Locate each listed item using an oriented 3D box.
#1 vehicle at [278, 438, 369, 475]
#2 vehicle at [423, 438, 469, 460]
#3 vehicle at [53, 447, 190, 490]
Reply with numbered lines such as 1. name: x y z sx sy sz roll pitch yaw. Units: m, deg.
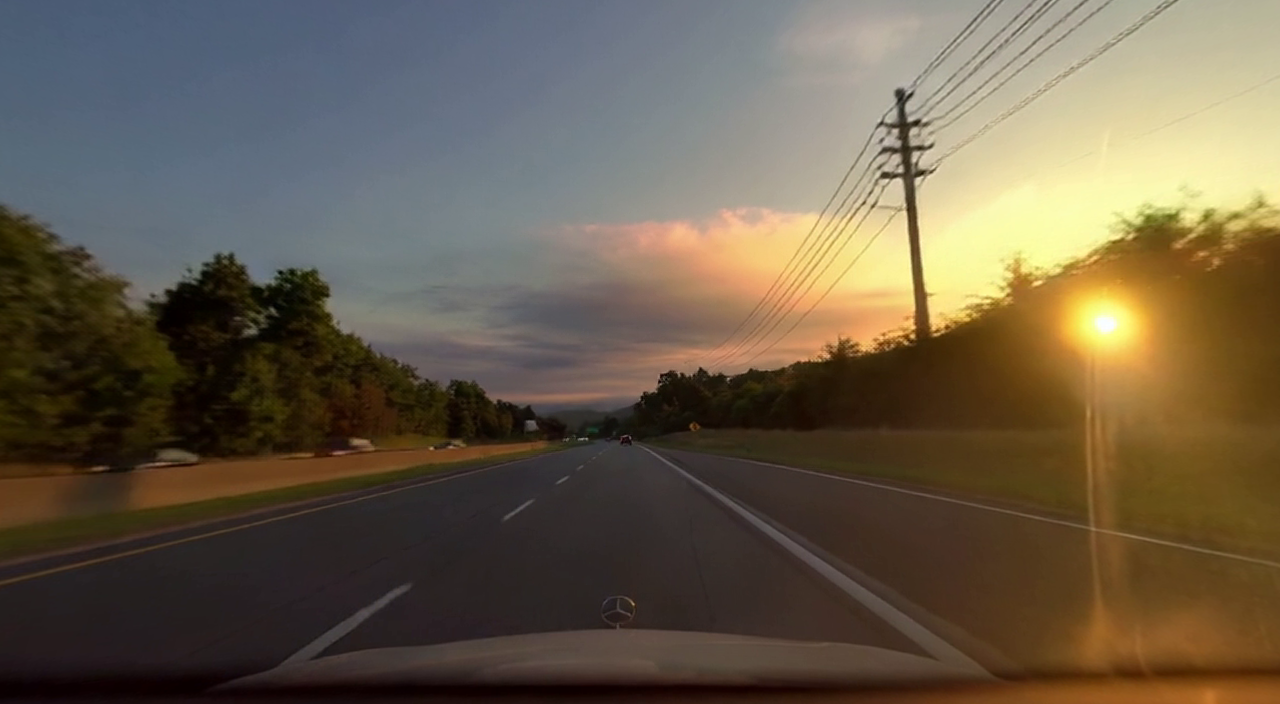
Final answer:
1. vehicle: -13.451 4.427 27.081 1.811 1.468 4.112 0 -8 0
2. vehicle: -13.549 6.782 44.228 1.791 1.426 4.502 0 -8 0
3. vehicle: -21.344 4.772 26.237 1.780 1.500 4.709 -1 -8 -1
